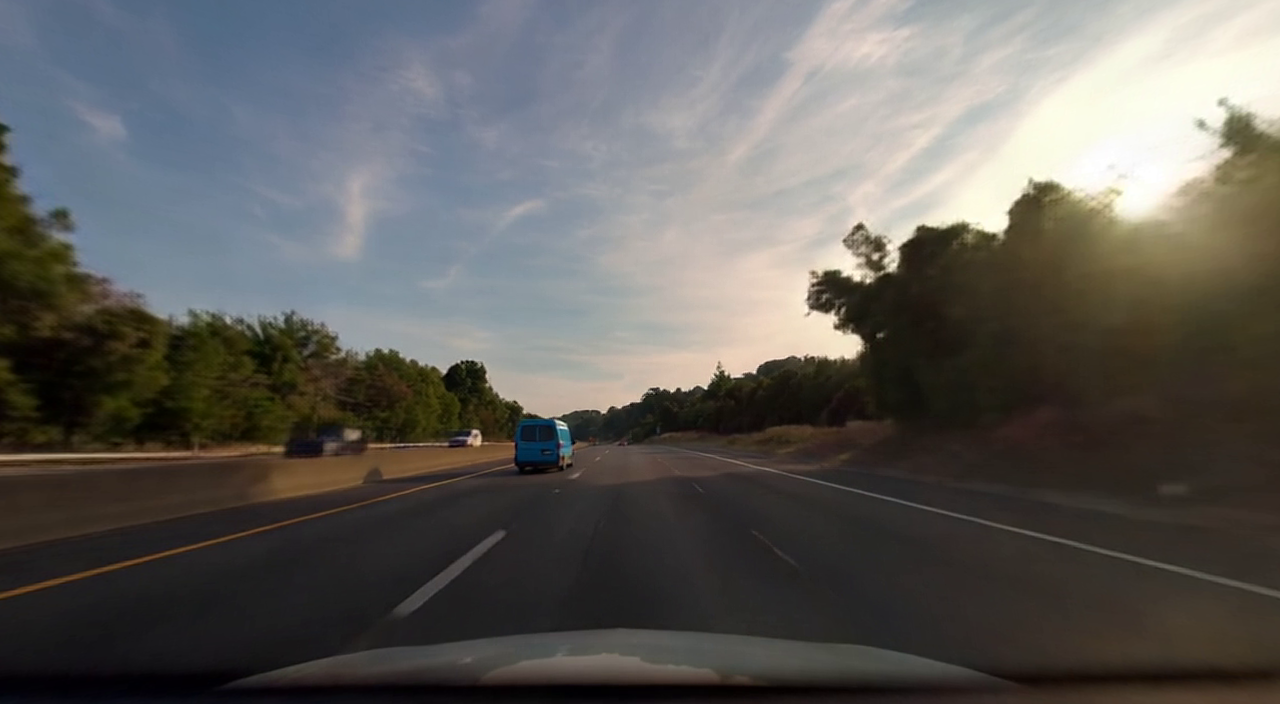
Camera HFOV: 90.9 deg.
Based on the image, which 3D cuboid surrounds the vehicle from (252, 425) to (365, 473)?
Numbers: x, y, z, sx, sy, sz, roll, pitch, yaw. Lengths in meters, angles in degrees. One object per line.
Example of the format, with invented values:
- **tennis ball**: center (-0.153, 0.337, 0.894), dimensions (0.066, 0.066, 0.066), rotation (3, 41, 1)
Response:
- **vehicle**: center (-12.590, 3.687, 24.261), dimensions (2.113, 1.676, 4.158), rotation (1, -7, -1)

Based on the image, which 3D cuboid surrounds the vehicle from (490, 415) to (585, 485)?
- **vehicle**: center (-3.152, 3.132, 20.484), dimensions (2.297, 2.011, 4.736), rotation (0, -8, 0)

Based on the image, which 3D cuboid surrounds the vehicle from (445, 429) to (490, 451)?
- **vehicle**: center (-13.140, 6.700, 48.196), dimensions (2.128, 1.573, 4.641), rotation (0, -7, 0)
